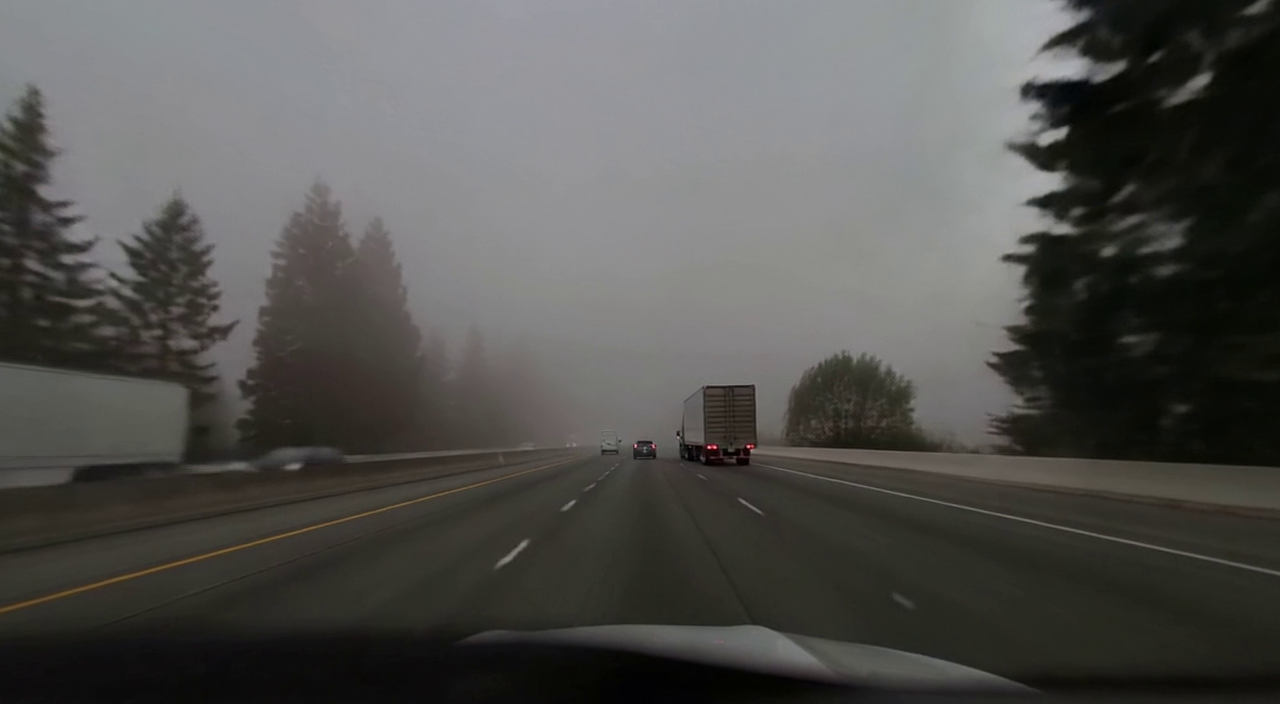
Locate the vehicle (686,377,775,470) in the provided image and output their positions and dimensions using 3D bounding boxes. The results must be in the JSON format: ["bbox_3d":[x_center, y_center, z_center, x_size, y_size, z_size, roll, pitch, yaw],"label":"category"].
[{"bbox_3d":[4.571,4.194,35.443,3.005,4.131,14.221,0,-8,0],"label":"vehicle"}]

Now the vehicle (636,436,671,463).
[{"bbox_3d":[0.822,6.181,40.040,2.139,1.607,4.034,0,-8,0],"label":"vehicle"}]

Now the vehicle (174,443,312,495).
[{"bbox_3d":[-13.723,4.026,22.154,1.935,1.585,4.549,0,-8,-1],"label":"vehicle"}]

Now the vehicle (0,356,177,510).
[{"bbox_3d":[-18.611,2.586,19.704,2.938,4.072,6.513,0,-8,1],"label":"vehicle"}]
